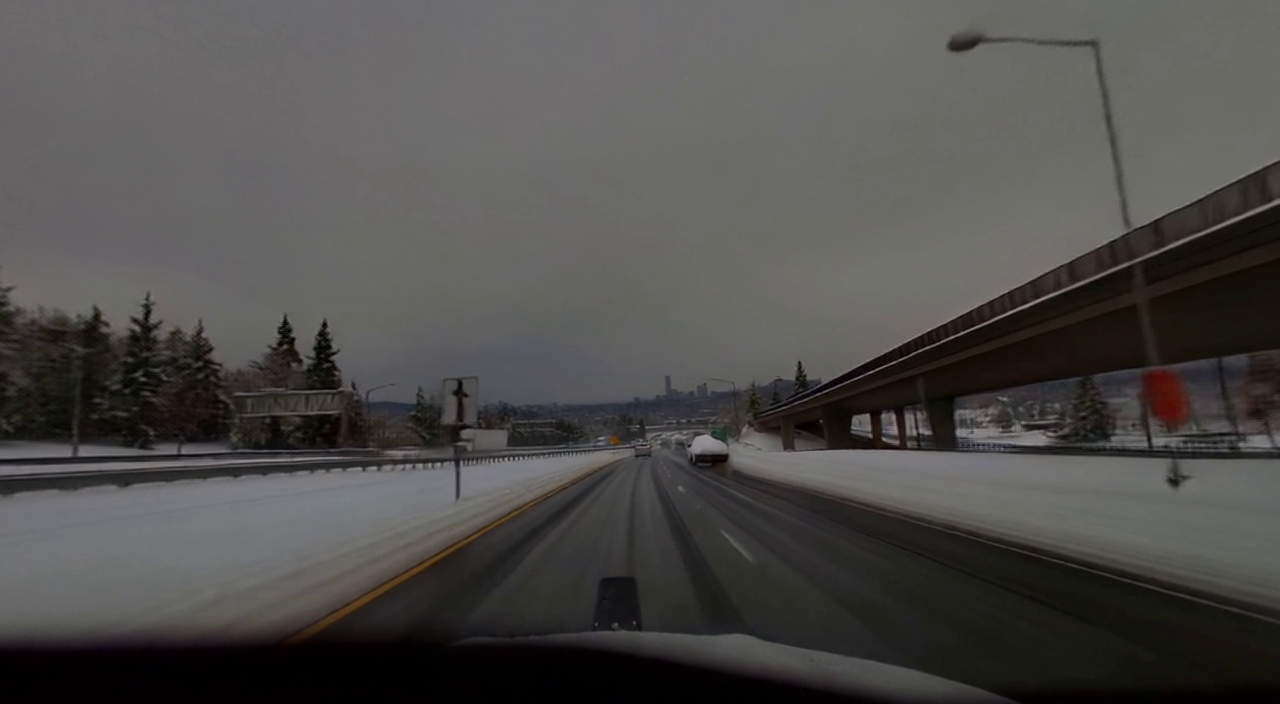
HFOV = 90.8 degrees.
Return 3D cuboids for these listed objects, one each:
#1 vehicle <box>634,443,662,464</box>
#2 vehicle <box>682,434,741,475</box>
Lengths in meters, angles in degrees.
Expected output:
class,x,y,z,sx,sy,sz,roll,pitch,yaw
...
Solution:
class,x,y,z,sx,sy,sz,roll,pitch,yaw
vehicle,0.597,7.541,47.066,2.046,1.475,3.784,0,-8,1
vehicle,3.354,4.930,30.616,2.226,1.779,4.835,0,-9,-1
